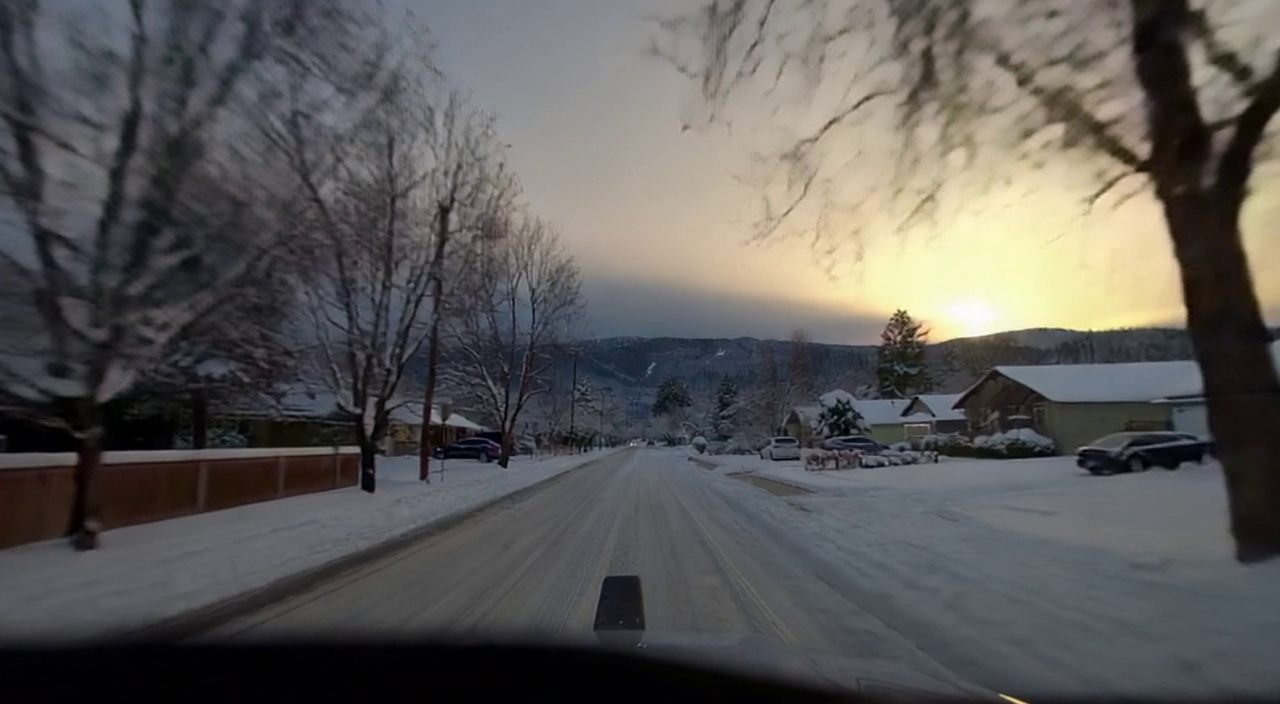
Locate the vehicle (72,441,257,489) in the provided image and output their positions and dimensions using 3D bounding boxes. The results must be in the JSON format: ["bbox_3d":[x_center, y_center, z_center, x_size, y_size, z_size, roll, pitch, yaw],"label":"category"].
[{"bbox_3d":[-14.344,3.405,19.249,4.138,1.355,1.808,0,-8,-1],"label":"vehicle"}]

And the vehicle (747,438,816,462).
[{"bbox_3d":[10.303,7.173,46.239,4.582,1.719,1.947,0,-8,0],"label":"vehicle"}]

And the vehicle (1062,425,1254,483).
[{"bbox_3d":[16.445,3.236,20.224,4.495,1.724,1.943,1,-9,-4],"label":"vehicle"}]

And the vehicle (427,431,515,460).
[{"bbox_3d":[-11.974,6.665,45.004,5.618,1.997,2.201,0,-8,-1],"label":"vehicle"}]

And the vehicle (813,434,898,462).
[{"bbox_3d":[15.803,7.079,46.563,5.395,1.917,2.153,0,-9,-1],"label":"vehicle"}]
